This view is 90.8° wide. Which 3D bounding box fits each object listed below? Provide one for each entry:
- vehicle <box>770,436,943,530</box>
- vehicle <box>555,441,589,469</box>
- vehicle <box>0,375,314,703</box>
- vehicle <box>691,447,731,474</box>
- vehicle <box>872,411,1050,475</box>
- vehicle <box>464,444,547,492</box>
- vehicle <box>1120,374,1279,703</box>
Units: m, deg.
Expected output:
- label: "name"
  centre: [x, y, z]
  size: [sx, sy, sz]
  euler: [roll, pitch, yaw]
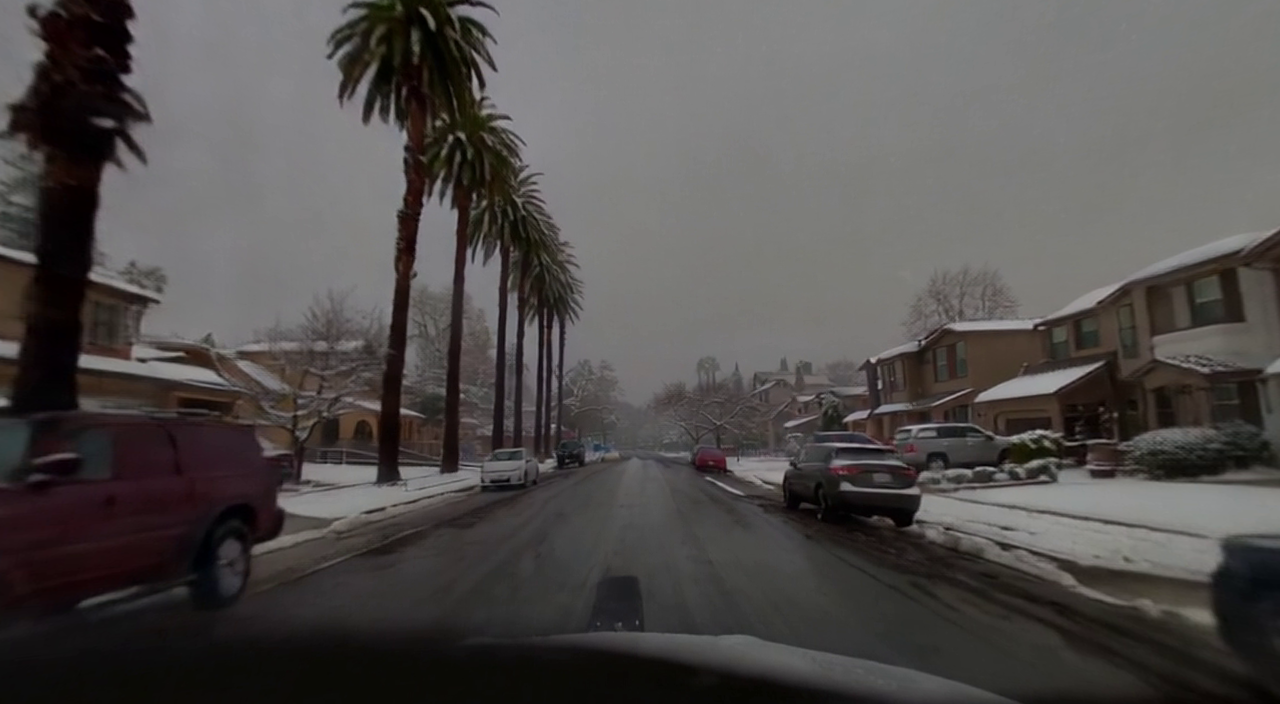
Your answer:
- label: "vehicle"
  centre: [4.099, 2.539, 12.824]
  size: [1.987, 1.567, 4.112]
  euler: [0, -9, -1]
- label: "vehicle"
  centre: [-5.038, 7.533, 46.512]
  size: [2.106, 1.914, 4.363]
  euler: [2, -8, -11]
- label: "vehicle"
  centre: [-4.656, 1.202, 4.629]
  size: [2.147, 1.823, 4.725]
  euler: [0, -7, -2]
- label: "vehicle"
  centre: [4.197, 6.477, 37.977]
  size: [1.867, 1.480, 4.678]
  euler: [0, -9, 0]
- label: "vehicle"
  centre: [10.684, 3.075, 21.321]
  size: [4.871, 1.931, 1.929]
  euler: [-1, -9, -1]
- label: "vehicle"
  centre: [-4.652, 4.126, 22.600]
  size: [2.080, 1.479, 4.531]
  euler: [0, -10, -2]
- label: "vehicle"
  centre: [4.069, 0.776, 1.820]
  size: [2.072, 1.685, 4.160]
  euler: [0, -9, 0]
